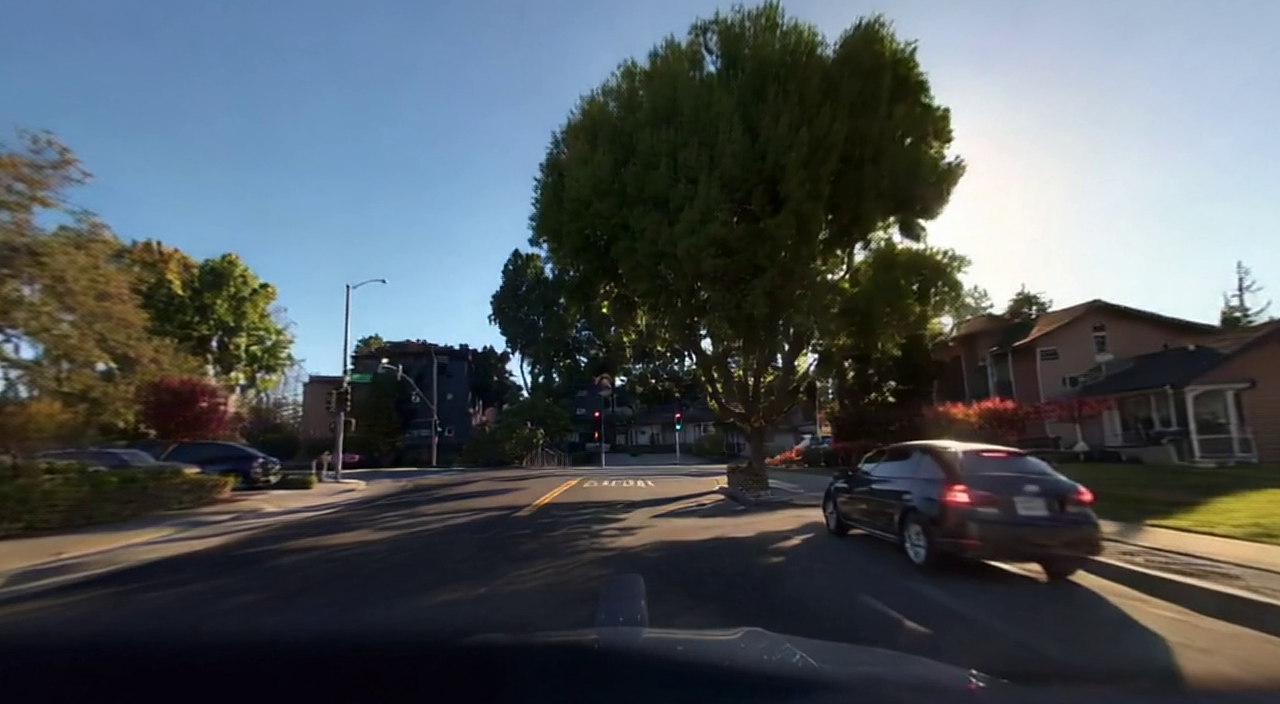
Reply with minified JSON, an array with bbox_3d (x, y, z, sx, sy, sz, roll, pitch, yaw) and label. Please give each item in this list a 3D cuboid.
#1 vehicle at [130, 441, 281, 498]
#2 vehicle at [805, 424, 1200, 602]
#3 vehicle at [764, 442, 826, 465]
[{"bbox_3d":[-14.078,3.795,20.874,2.003,1.637,4.297,0,-8,-2],"label":"vehicle"},{"bbox_3d":[3.689,1.716,7.796,2.065,1.478,4.828,0,-8,1],"label":"vehicle"},{"bbox_3d":[10.675,7.029,43.812,3.815,1.504,1.790,0,-8,0],"label":"vehicle"}]
